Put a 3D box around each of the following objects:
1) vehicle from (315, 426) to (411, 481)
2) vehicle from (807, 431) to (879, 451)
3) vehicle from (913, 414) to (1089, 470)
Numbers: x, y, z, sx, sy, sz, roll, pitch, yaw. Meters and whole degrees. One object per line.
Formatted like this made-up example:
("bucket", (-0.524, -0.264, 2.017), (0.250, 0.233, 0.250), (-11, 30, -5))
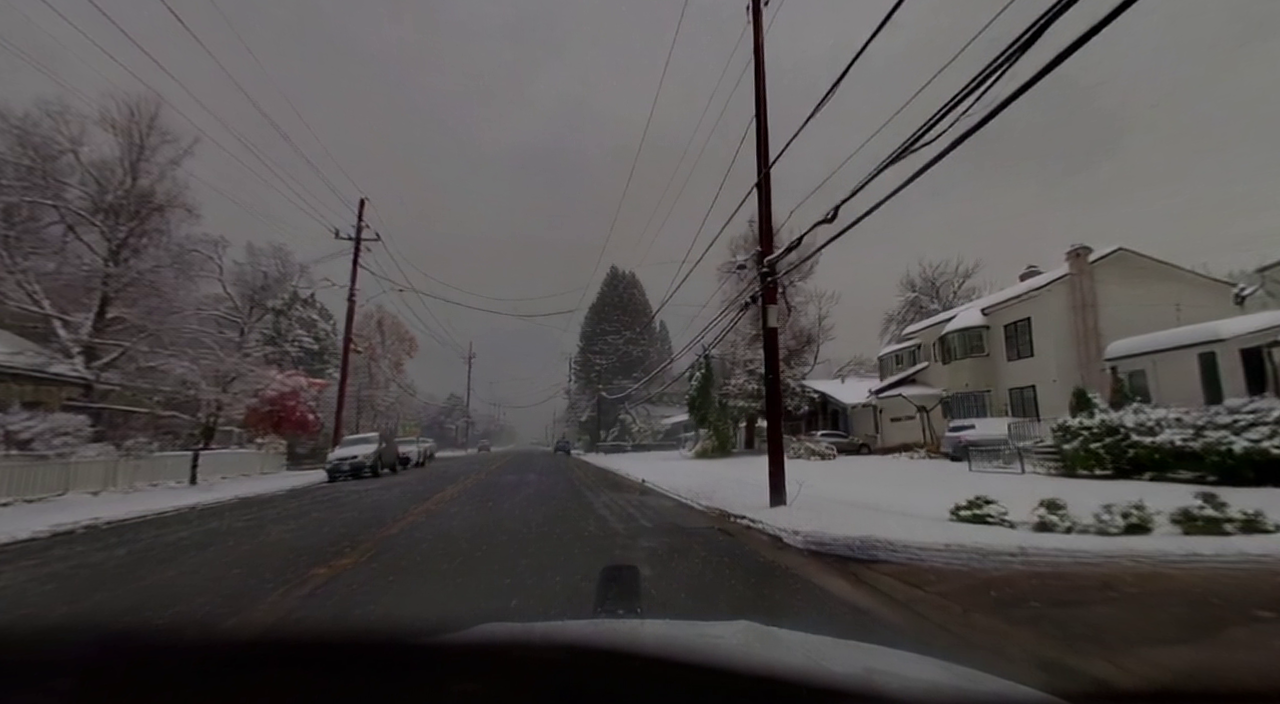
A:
("vehicle", (-11.242, 4.182, 26.156), (2.240, 1.940, 5.429), (-1, -8, -8))
("vehicle", (11.551, 5.096, 36.095), (3.606, 1.094, 1.420), (2, -8, -7))
("vehicle", (11.967, 3.028, 21.106), (4.842, 1.728, 1.875), (1, -9, -7))
